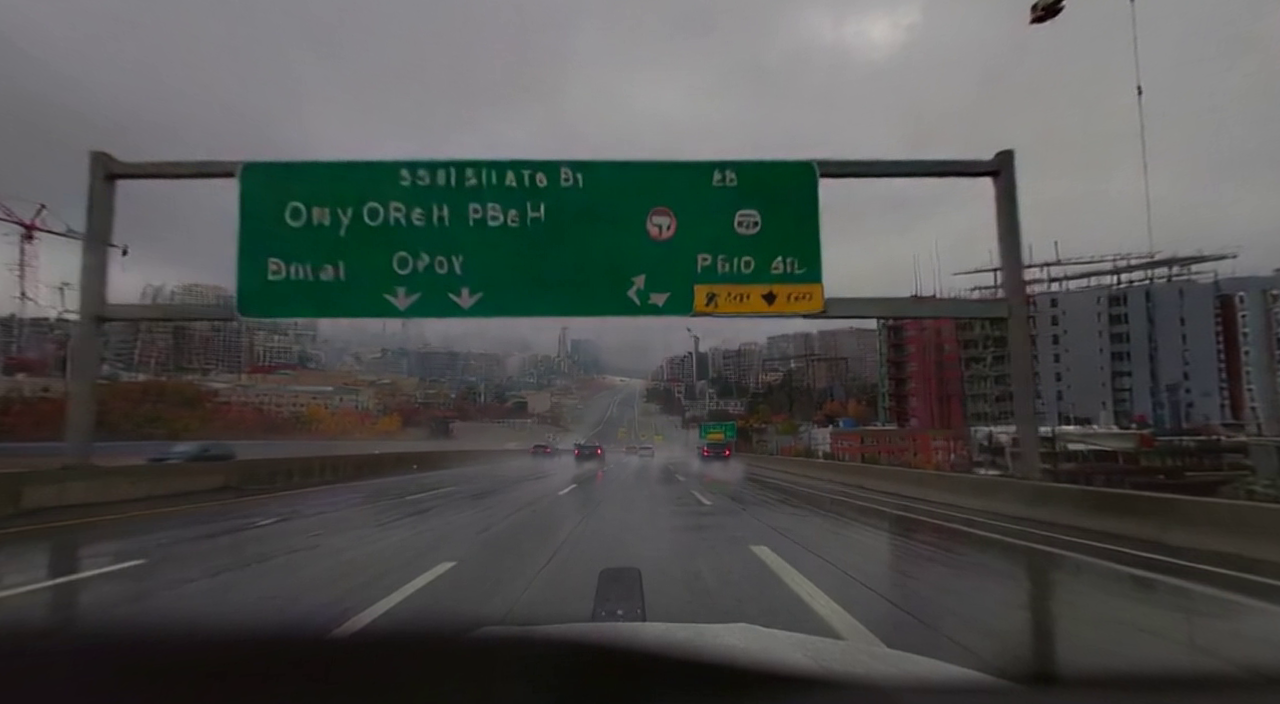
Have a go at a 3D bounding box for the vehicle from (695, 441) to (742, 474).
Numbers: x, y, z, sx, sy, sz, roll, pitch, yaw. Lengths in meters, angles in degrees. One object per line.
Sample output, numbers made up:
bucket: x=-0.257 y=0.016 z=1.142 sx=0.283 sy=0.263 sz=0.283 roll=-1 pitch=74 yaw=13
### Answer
vehicle: x=3.985 y=5.413 z=32.671 sx=1.978 sy=1.602 sz=4.092 roll=0 pitch=-8 yaw=1

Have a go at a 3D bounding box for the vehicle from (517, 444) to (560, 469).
vehicle: x=-6.569 y=6.829 z=41.329 sx=1.951 sy=1.528 sz=4.209 roll=-1 pitch=-8 yaw=3

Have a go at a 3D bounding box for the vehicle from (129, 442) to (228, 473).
vehicle: x=-26.863 y=6.124 z=37.021 sx=1.961 sy=1.662 sz=4.896 roll=-1 pitch=-9 yaw=3

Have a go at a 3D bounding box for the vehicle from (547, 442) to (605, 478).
vehicle: x=-2.860 y=4.961 z=29.213 sx=2.136 sy=1.512 sz=4.488 roll=-1 pitch=-8 yaw=1
